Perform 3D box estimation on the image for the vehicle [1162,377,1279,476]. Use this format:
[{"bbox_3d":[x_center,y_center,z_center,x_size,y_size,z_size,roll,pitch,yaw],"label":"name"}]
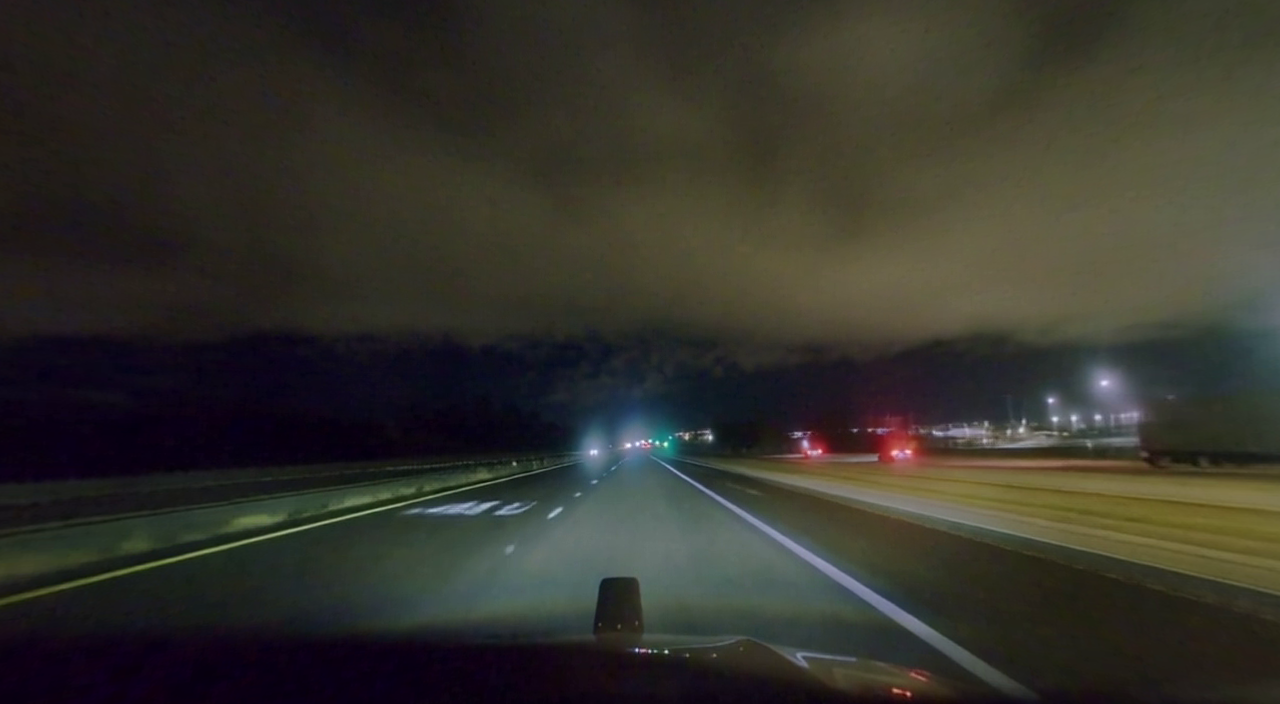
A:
[{"bbox_3d":[28.467,2.796,24.417,2.939,4.075,14.109,1,-9,-8],"label":"vehicle"}]
